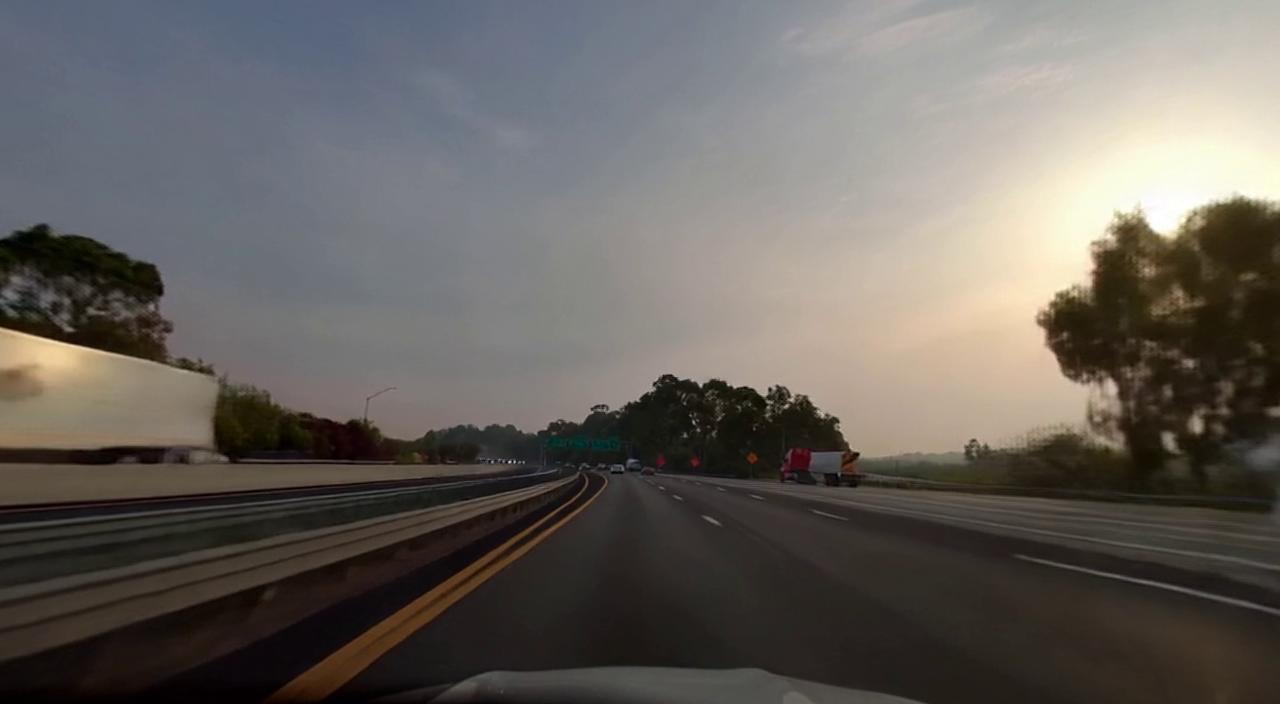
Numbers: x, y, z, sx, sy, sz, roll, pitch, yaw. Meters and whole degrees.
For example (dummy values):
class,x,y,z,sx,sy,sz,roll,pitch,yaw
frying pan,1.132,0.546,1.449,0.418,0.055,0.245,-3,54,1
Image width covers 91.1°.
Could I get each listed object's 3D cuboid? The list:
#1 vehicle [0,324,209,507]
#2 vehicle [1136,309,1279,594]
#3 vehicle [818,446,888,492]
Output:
class,x,y,z,sx,sy,sz,roll,pitch,yaw
vehicle,-15.069,1.539,14.459,2.812,3.834,10.802,1,-10,-2
vehicle,8.253,0.841,5.363,2.616,3.039,6.382,2,-10,-1
vehicle,16.310,9.017,48.642,2.827,3.120,6.502,5,-10,-3
